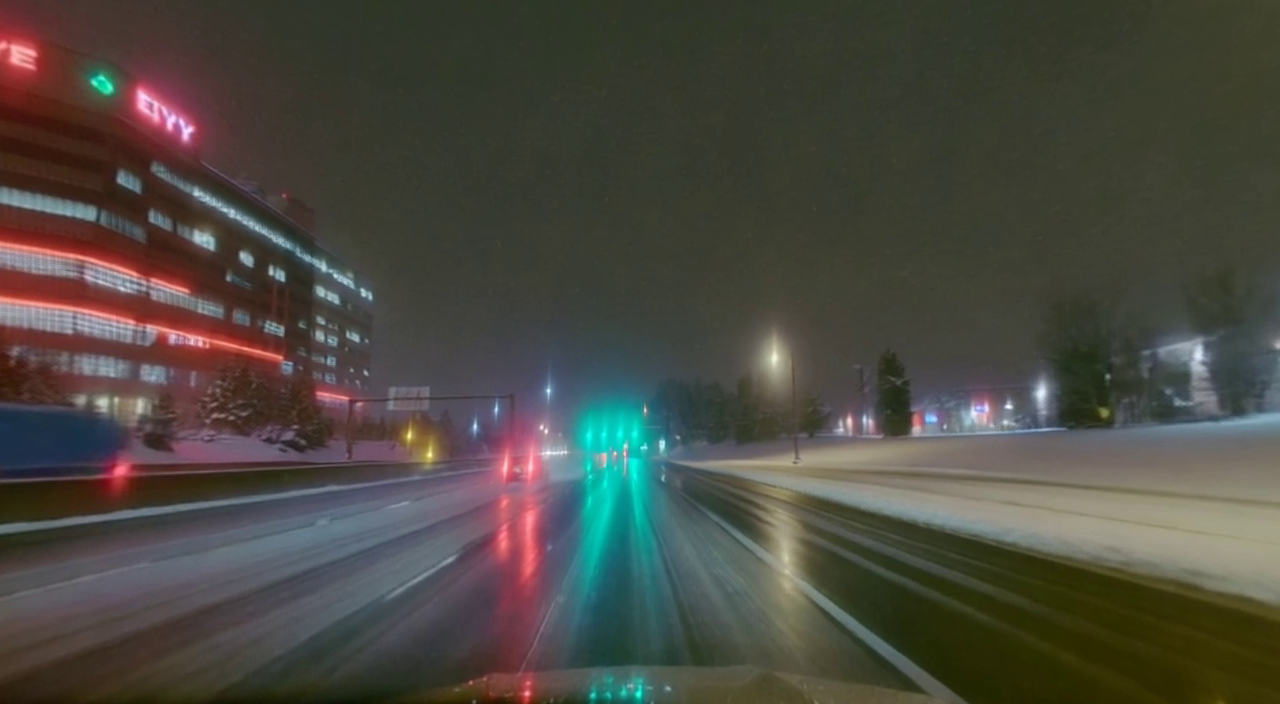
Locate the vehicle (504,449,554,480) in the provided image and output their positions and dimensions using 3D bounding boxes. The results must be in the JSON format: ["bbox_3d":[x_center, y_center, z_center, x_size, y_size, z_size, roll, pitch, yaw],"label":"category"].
[{"bbox_3d":[-5.873,5.997,33.986,1.943,1.510,4.201,0,-9,0],"label":"vehicle"}]

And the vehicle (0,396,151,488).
[{"bbox_3d":[-24.512,3.620,25.115,2.785,3.272,9.199,0,-9,-1],"label":"vehicle"}]
